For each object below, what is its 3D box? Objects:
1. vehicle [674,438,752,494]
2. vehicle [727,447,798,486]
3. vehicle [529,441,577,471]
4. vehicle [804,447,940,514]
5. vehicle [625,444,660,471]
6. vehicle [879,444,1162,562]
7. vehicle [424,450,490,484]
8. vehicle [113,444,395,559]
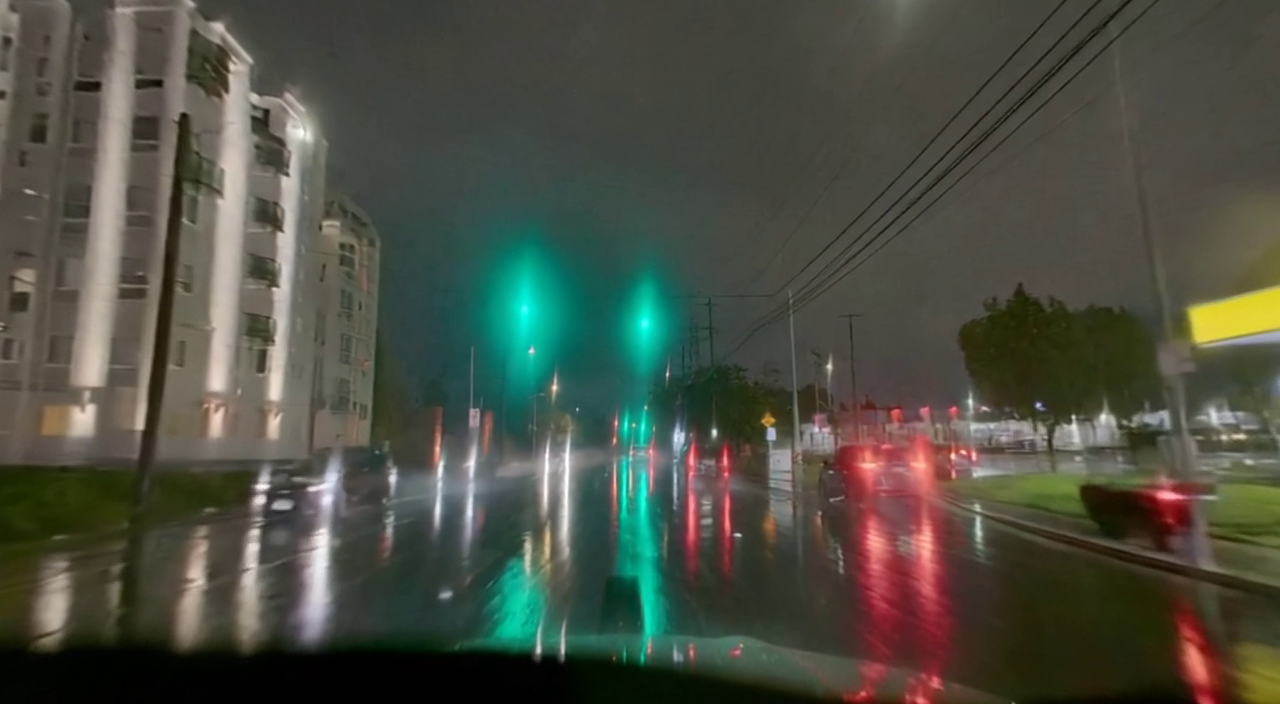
[{"bbox_3d":[2.289,3.697,20.933,1.945,1.647,4.160,0,-8,-2],"label":"vehicle"},{"bbox_3d":[5.155,4.863,27.176,1.910,1.477,4.205,0,-8,-4],"label":"vehicle"},{"bbox_3d":[-5.716,6.952,42.421,2.241,1.880,5.665,-1,-8,2],"label":"vehicle"},{"bbox_3d":[5.846,3.262,16.605,1.841,1.475,4.518,0,-8,0],"label":"vehicle"},{"bbox_3d":[0.210,6.345,38.203,1.999,1.487,3.939,0,-8,1],"label":"vehicle"},{"bbox_3d":[5.813,2.300,10.511,1.914,1.513,4.474,0,-8,0],"label":"vehicle"},{"bbox_3d":[-8.860,5.584,30.998,1.840,1.501,4.563,0,-8,1],"label":"vehicle"},{"bbox_3d":[-5.983,2.313,10.583,2.033,1.495,4.216,0,-8,0],"label":"vehicle"}]
